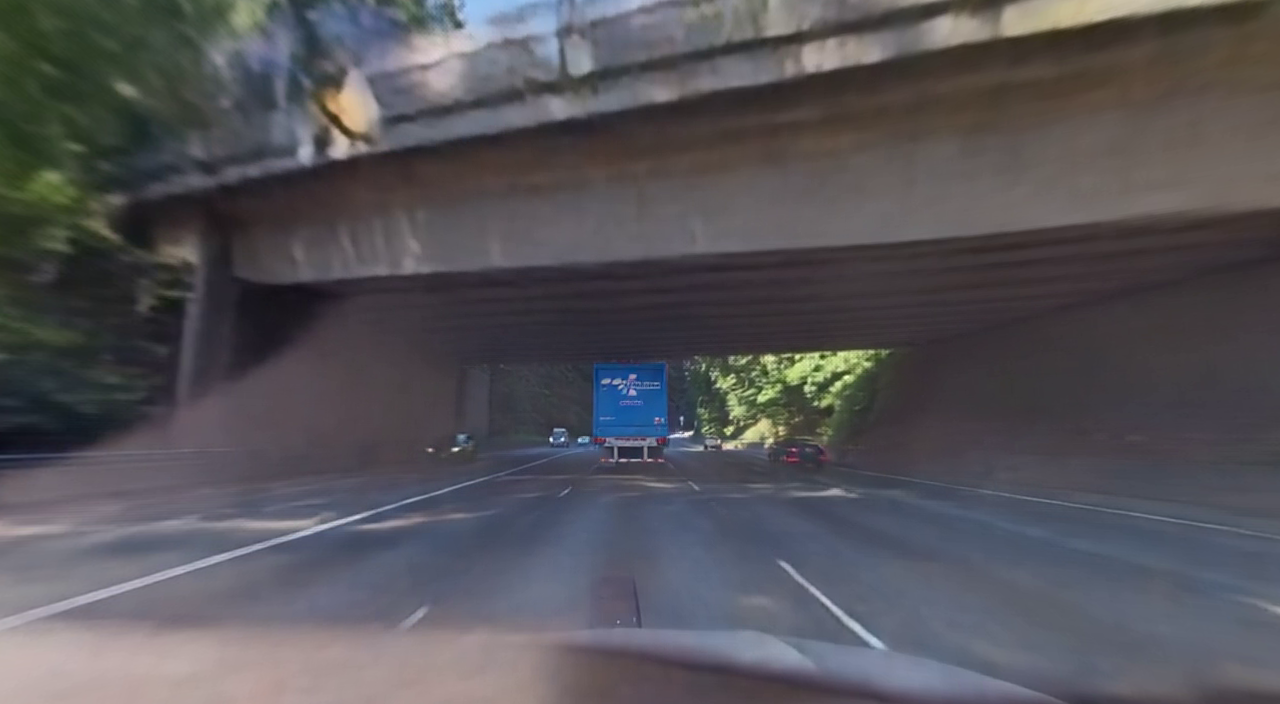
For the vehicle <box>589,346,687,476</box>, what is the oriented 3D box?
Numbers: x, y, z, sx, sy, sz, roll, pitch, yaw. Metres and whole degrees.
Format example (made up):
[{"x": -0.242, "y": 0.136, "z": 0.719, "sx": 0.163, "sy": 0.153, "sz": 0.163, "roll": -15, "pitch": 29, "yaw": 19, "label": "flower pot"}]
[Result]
[{"x": -0.323, "y": 2.400, "z": 23.873, "sx": 2.895, "sy": 3.861, "sz": 10.213, "roll": 0, "pitch": -8, "yaw": -3, "label": "vehicle"}]

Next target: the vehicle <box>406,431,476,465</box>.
[{"x": -8.998, "y": 4.353, "z": 28.841, "sx": 1.955, "sy": 1.453, "sz": 3.855, "roll": 0, "pitch": -8, "yaw": 0, "label": "vehicle"}]

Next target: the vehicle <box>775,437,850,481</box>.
[{"x": 7.487, "y": 4.633, "z": 27.743, "sx": 2.050, "sy": 1.637, "sz": 4.397, "roll": 3, "pitch": -7, "yaw": 0, "label": "vehicle"}]
